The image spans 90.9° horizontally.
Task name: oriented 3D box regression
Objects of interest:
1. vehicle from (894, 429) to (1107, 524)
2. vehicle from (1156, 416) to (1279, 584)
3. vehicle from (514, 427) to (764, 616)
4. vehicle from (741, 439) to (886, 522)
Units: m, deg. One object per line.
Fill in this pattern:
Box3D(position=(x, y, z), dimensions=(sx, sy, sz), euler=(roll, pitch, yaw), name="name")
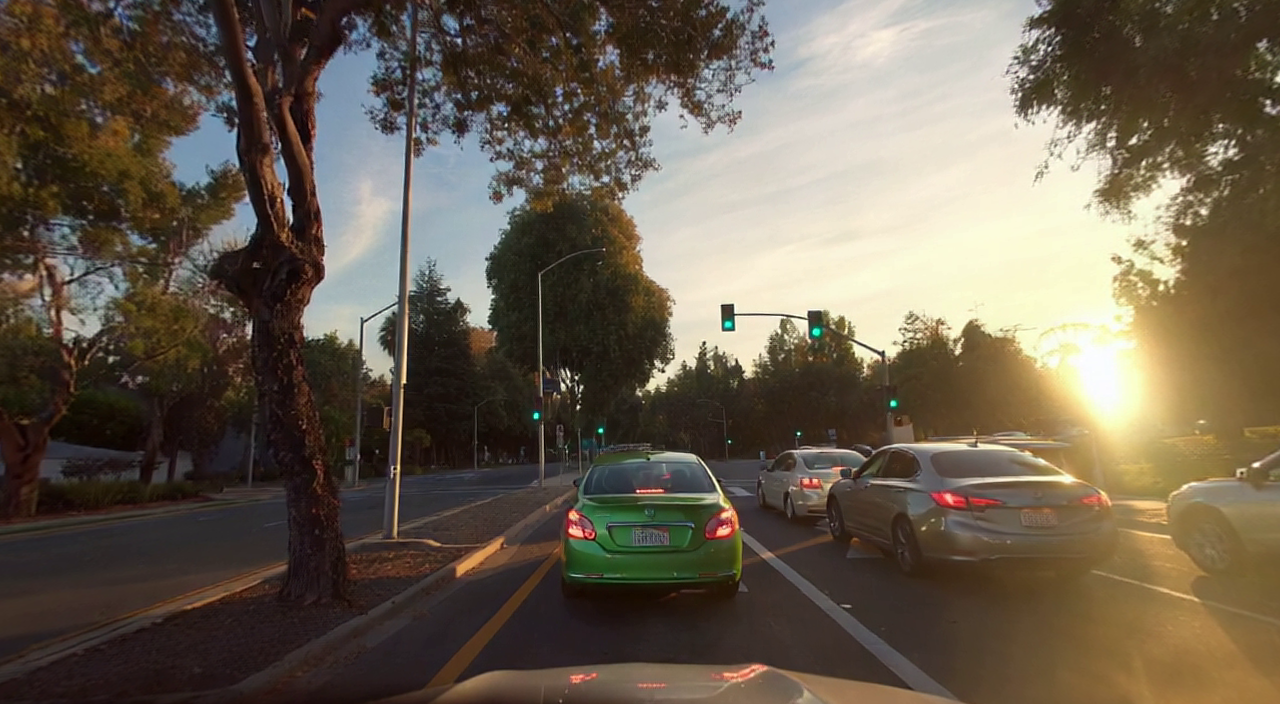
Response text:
Box3D(position=(7.026, 2.461, 12.909), dimensions=(1.923, 1.611, 4.094), euler=(0, -9, 0), name="vehicle")
Box3D(position=(6.940, 1.341, 5.589), dimensions=(1.783, 1.572, 3.421), euler=(0, -9, 1), name="vehicle")
Box3D(position=(0.009, 1.684, 7.114), dimensions=(2.015, 1.502, 3.898), euler=(0, -9, 1), name="vehicle")
Box3D(position=(3.536, 2.715, 13.820), dimensions=(1.934, 1.494, 4.446), euler=(0, -9, 0), name="vehicle")
